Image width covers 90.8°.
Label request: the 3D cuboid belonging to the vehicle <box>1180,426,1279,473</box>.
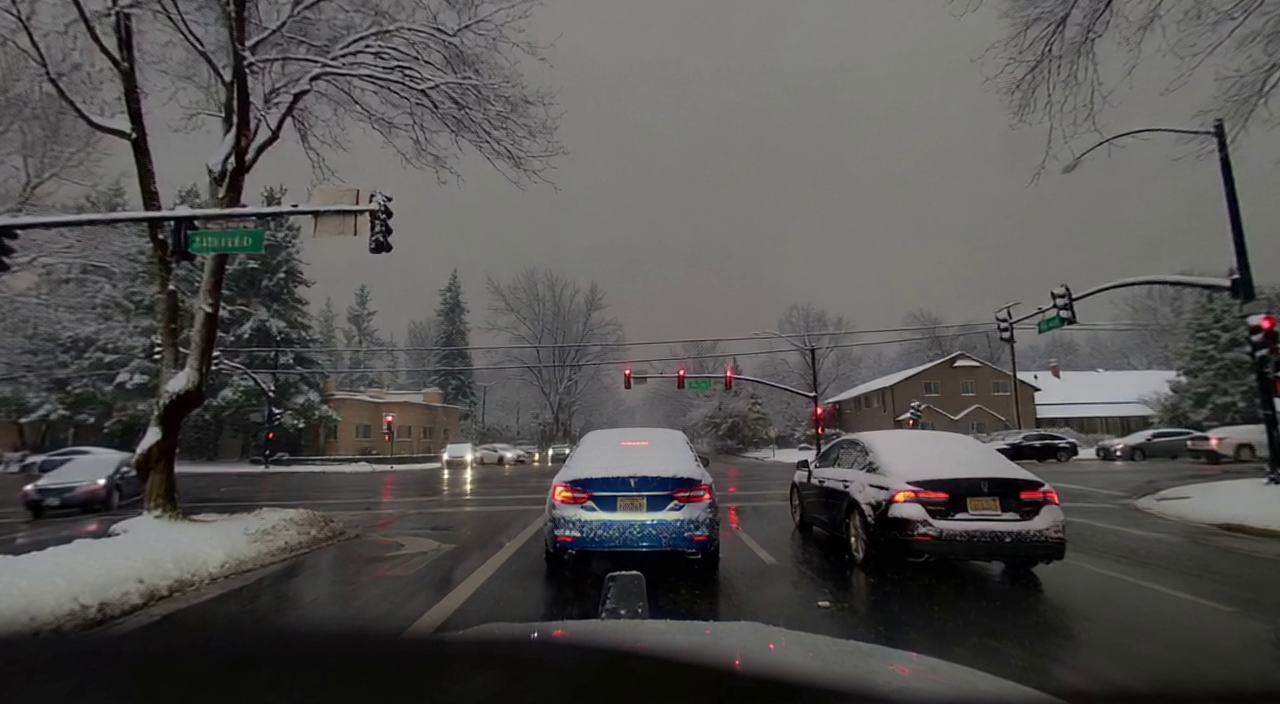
[{"bbox_3d":[26.703,4.143,26.992,5.073,1.916,2.290,0,-8,1],"label":"vehicle"}]

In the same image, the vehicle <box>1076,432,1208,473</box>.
[{"bbox_3d":[24.005,4.792,30.328,4.520,1.762,2.005,-2,-8,-1],"label":"vehicle"}]

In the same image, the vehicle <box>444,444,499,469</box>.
[{"bbox_3d":[-11.139,6.923,42.195,2.102,1.531,5.072,0,-8,2],"label":"vehicle"}]

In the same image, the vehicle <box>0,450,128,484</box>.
[{"bbox_3d":[-28.287,5.617,31.052,4.538,1.591,1.949,0,-8,1],"label":"vehicle"}]

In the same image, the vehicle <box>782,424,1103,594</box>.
[{"bbox_3d":[3.177,1.714,7.764,1.913,1.505,4.097,0,-8,0],"label":"vehicle"}]

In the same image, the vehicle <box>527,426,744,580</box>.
[{"bbox_3d":[-0.062,1.780,8.253,2.103,1.478,4.073,0,-8,-1],"label":"vehicle"}]
